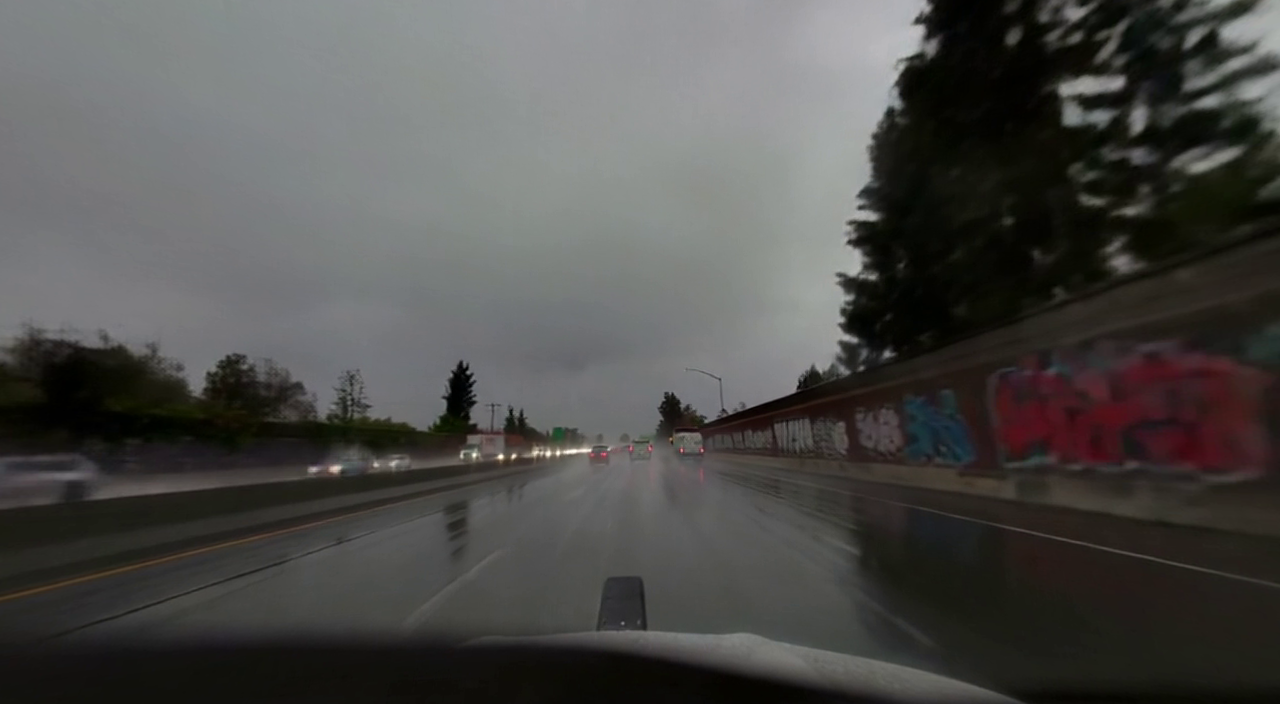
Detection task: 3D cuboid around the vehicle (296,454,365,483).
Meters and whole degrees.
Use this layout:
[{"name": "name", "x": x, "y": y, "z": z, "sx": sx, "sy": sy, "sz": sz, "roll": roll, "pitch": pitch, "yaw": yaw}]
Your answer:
[{"name": "vehicle", "x": -16.479, "y": 6.187, "z": 33.733, "sx": 1.775, "sy": 1.455, "sz": 3.730, "roll": 0, "pitch": -9, "yaw": 0}]

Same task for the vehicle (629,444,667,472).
[{"name": "vehicle", "x": 0.403, "y": 5.969, "z": 35.596, "sx": 2.009, "sy": 1.506, "sz": 4.091, "roll": 0, "pitch": -9, "yaw": 0}]
